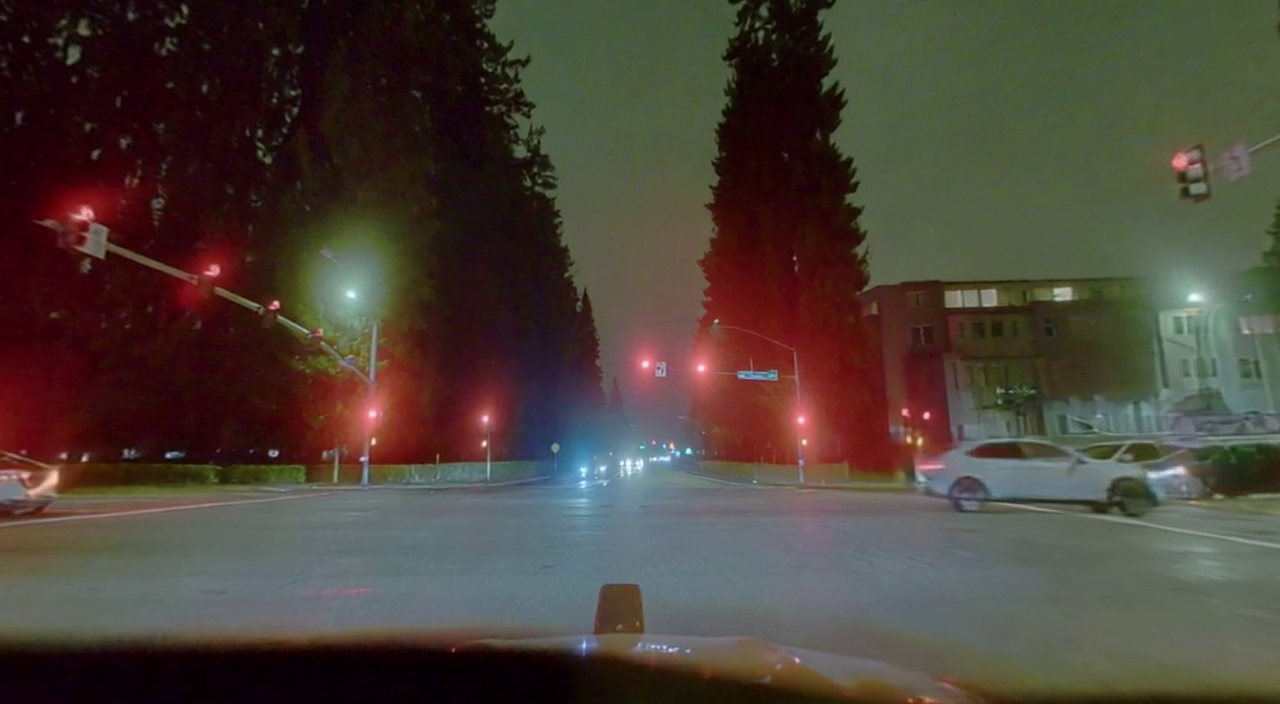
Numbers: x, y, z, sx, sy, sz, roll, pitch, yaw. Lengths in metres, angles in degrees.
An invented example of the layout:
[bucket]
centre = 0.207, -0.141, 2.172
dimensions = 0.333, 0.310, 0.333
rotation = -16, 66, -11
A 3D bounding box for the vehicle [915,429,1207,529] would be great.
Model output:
[vehicle]
centre = 8.672, 2.543, 13.431
dimensions = 4.728, 1.740, 2.162
rotation = -6, -10, 36
